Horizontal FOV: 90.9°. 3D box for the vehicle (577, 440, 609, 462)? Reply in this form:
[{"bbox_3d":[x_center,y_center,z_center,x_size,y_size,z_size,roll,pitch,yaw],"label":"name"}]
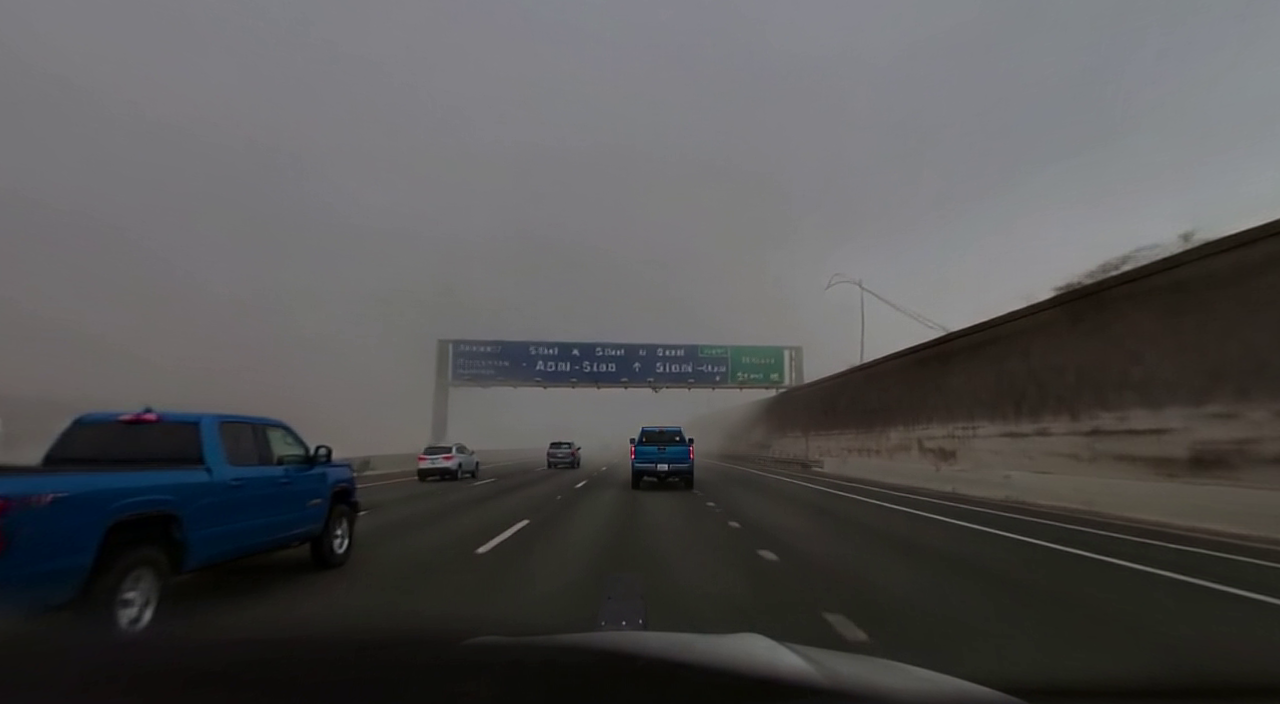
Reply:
[{"bbox_3d":[-3.612,7.640,48.750,2.061,1.584,4.290,0,-8,1],"label":"vehicle"}]

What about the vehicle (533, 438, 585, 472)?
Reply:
[{"bbox_3d":[-4.136,5.342,32.959,1.961,1.591,4.756,0,-8,2],"label":"vehicle"}]

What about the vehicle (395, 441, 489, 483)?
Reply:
[{"bbox_3d":[-7.685,4.303,25.026,2.081,1.463,4.749,0,-8,1],"label":"vehicle"}]

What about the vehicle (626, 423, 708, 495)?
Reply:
[{"bbox_3d":[0.640,3.067,18.437,2.083,1.792,4.782,0,-8,-1],"label":"vehicle"}]

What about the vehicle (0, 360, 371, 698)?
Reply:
[{"bbox_3d":[-4.399,1.241,5.311,1.954,1.792,5.187,0,-8,0],"label":"vehicle"}]
